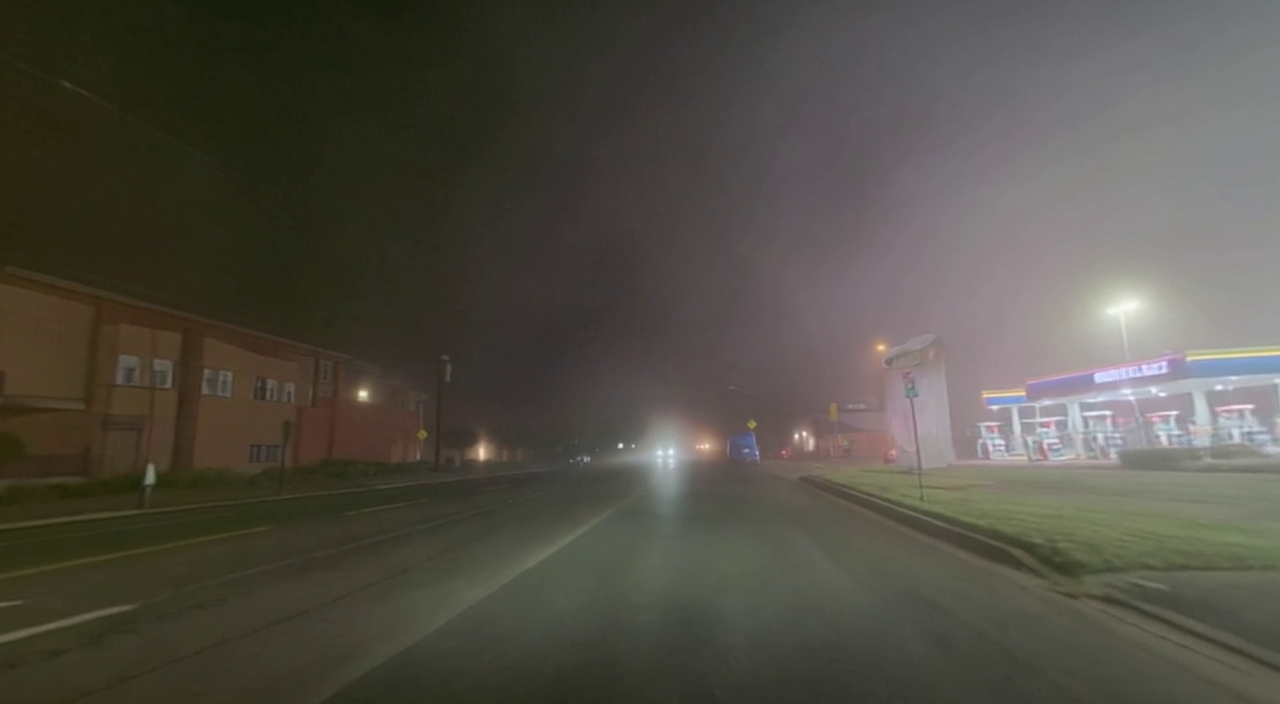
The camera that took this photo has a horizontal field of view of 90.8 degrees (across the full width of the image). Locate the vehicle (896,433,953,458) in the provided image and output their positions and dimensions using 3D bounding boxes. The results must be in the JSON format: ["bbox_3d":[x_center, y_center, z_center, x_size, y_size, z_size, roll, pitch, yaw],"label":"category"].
[{"bbox_3d":[17.464,5.792,38.996,1.919,1.411,4.440,-1,-9,7],"label":"vehicle"}]

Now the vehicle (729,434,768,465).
[{"bbox_3d":[6.932,6.301,40.995,2.194,1.896,5.049,-1,-9,7],"label":"vehicle"}]
